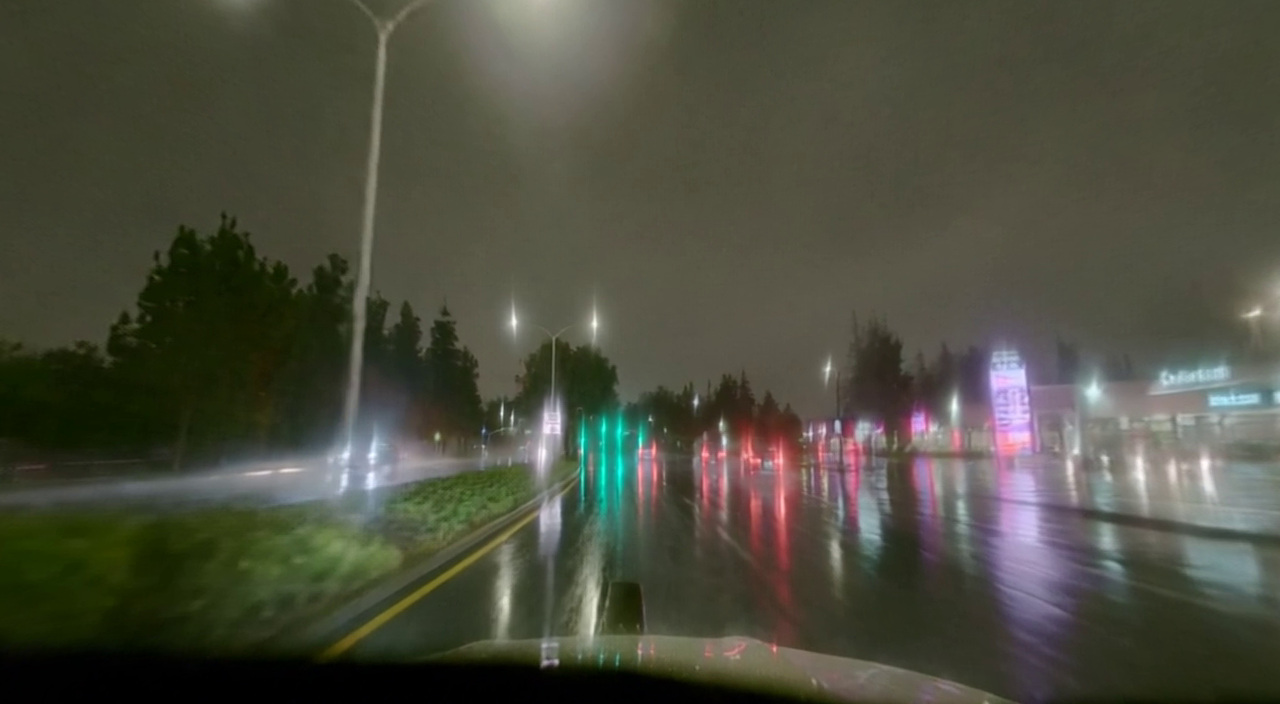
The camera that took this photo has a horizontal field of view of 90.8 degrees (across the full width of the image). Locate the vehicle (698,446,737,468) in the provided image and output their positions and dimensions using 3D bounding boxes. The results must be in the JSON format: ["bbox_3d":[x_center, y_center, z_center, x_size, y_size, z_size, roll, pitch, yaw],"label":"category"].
[{"bbox_3d":[5.348,7.333,44.270,1.876,1.474,4.126,1,-9,-5],"label":"vehicle"}]

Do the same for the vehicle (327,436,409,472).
[{"bbox_3d":[-14.577,5.509,34.205,2.058,1.770,5.291,0,-9,0],"label":"vehicle"}]
